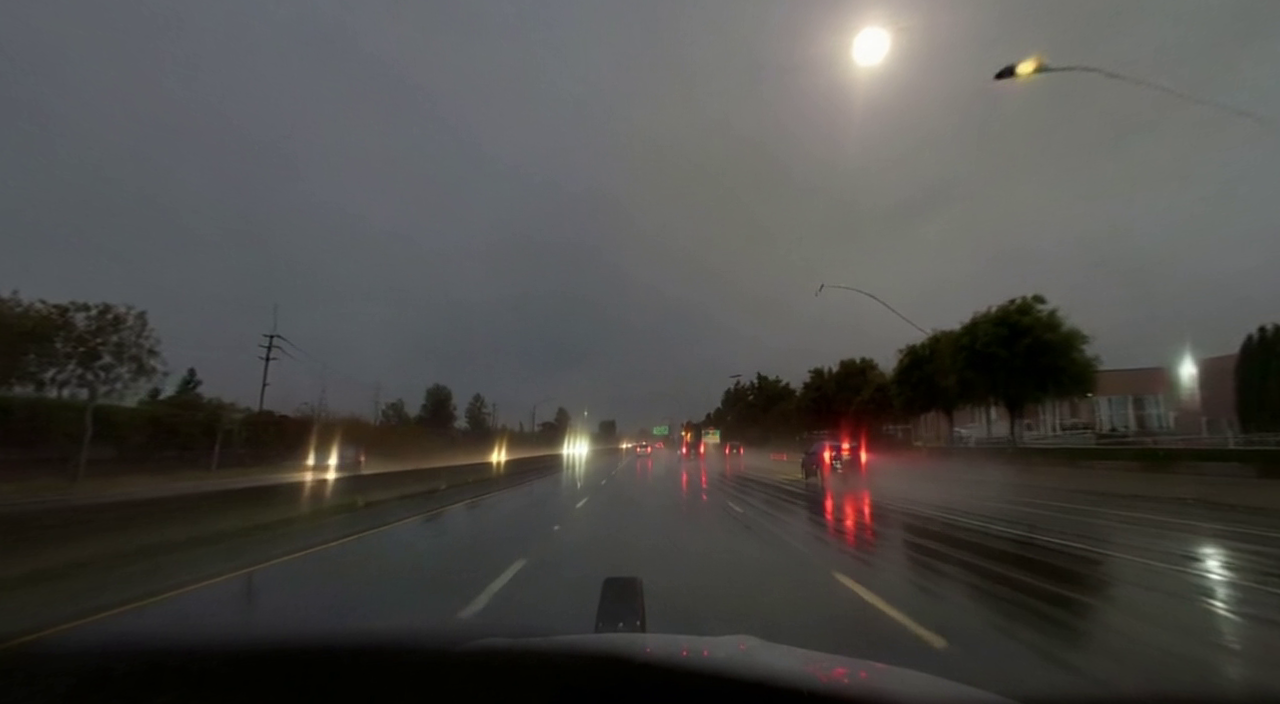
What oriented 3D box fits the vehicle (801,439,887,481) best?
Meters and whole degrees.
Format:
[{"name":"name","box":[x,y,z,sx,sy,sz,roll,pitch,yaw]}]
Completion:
[{"name":"vehicle","box":[8.184,4.364,25.698,1.989,1.526,4.443,0,-9,0]}]

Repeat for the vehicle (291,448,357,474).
[{"name":"vehicle","box":[-24.600,8.484,49.296,2.143,1.828,5.680,0,-9,1]}]
